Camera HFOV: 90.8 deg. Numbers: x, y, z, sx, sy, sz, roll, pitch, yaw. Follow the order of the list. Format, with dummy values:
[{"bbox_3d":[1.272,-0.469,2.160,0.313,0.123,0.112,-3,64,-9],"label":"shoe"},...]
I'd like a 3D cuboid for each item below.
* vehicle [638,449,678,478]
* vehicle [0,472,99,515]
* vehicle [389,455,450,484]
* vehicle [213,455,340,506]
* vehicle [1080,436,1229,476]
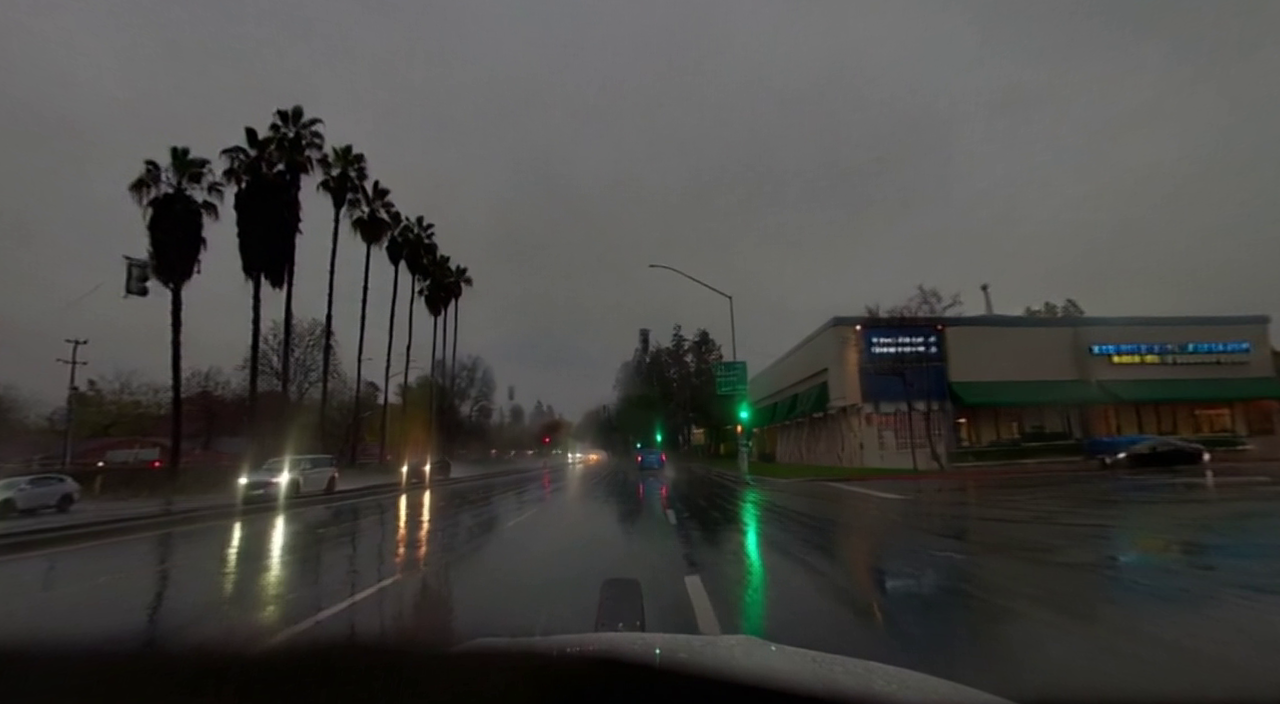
[{"bbox_3d":[0.985,6.529,37.155,1.969,1.555,4.431,0,-9,-3],"label":"vehicle"},{"bbox_3d":[-25.971,5.922,26.536,2.026,1.540,4.468,-6,-11,37],"label":"vehicle"},{"bbox_3d":[-12.412,6.616,35.843,2.033,1.494,4.048,0,-9,-1],"label":"vehicle"},{"bbox_3d":[-12.966,4.575,22.962,2.027,1.534,4.779,0,-9,-4],"label":"vehicle"},{"bbox_3d":[20.935,4.246,26.063,2.046,1.481,4.936,0,-9,0],"label":"vehicle"}]
